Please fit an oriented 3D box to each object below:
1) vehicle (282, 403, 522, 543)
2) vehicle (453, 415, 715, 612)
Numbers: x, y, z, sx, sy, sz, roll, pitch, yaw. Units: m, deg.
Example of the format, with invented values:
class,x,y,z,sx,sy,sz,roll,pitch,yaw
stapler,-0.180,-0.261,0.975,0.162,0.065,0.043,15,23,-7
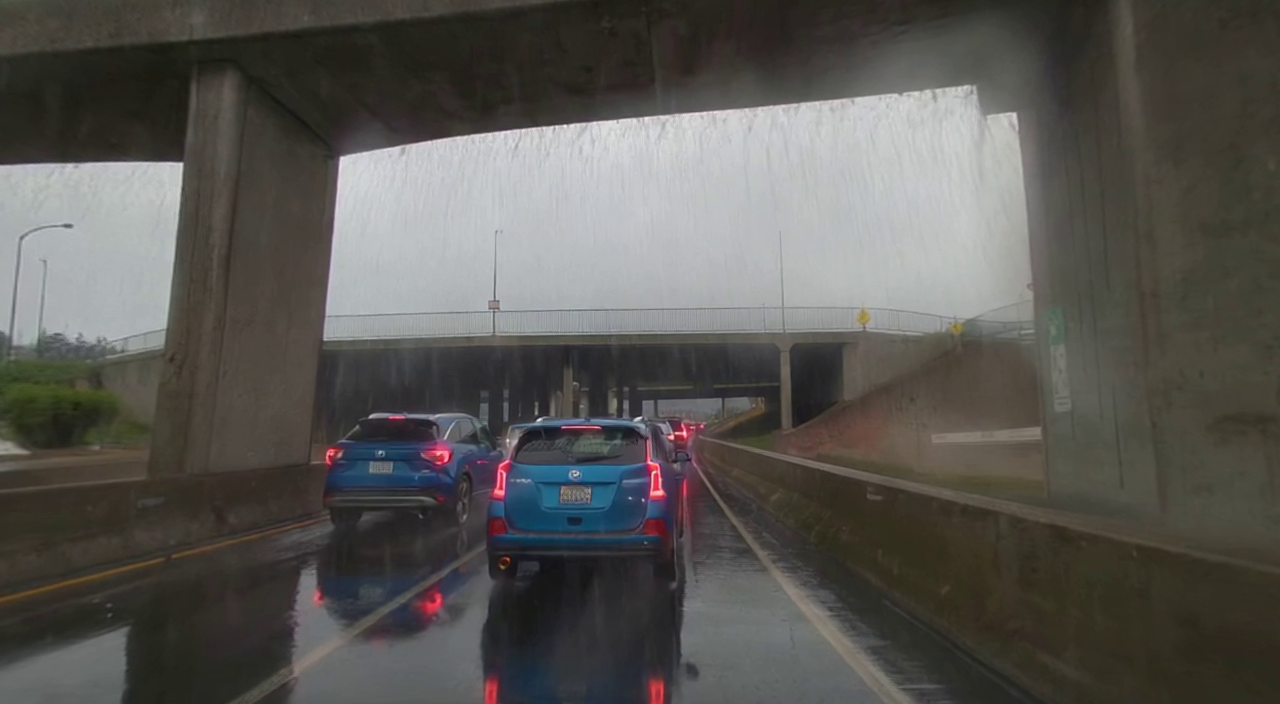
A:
class,x,y,z,sx,sy,sz,roll,pitch,yaw
vehicle,-3.458,1.873,10.354,2.017,1.761,4.572,0,-8,2
vehicle,-0.315,1.540,6.951,2.020,1.478,4.092,-1,-8,4
